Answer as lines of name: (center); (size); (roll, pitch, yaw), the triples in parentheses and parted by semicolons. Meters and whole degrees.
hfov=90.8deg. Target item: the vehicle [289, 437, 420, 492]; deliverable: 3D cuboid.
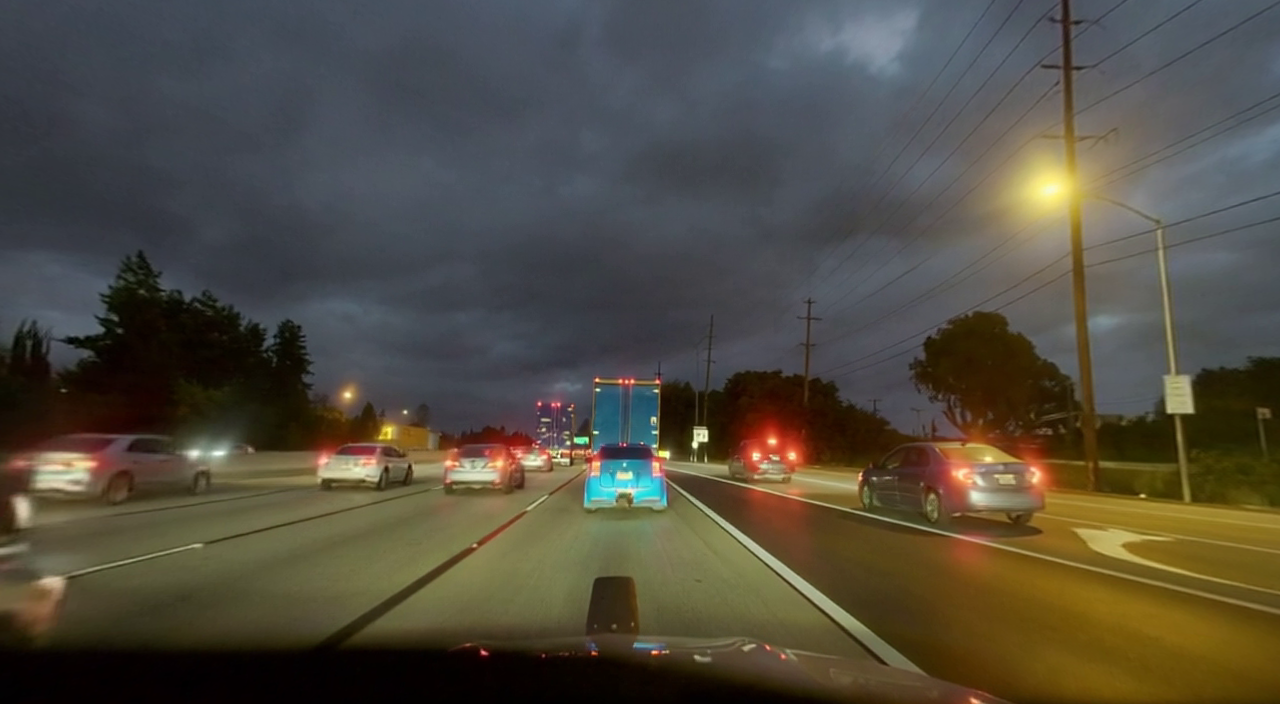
vehicle: (-8.575, 3.415, 19.568); (1.988, 1.472, 4.852); (0, -9, -3)

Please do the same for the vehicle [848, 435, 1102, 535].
vehicle: (5.506, 2.216, 11.160); (1.878, 1.406, 4.164); (1, -9, -6)

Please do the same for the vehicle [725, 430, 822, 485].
vehicle: (4.354, 3.524, 21.313); (2.023, 1.676, 4.002); (1, -9, -5)

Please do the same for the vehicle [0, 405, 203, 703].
vehicle: (-3.716, 0.758, 1.251); (2.235, 1.472, 4.860); (0, -9, 0)

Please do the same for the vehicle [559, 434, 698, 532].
vehicle: (-0.288, 2.304, 11.671); (2.112, 1.463, 4.012); (0, -9, -3)

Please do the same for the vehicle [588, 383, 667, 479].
vehicle: (-0.672, 3.531, 27.413); (2.909, 3.518, 8.262); (0, -9, -3)

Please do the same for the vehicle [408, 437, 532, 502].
vehicle: (-4.279, 3.049, 16.878); (1.960, 1.450, 5.246); (0, -9, -1)
